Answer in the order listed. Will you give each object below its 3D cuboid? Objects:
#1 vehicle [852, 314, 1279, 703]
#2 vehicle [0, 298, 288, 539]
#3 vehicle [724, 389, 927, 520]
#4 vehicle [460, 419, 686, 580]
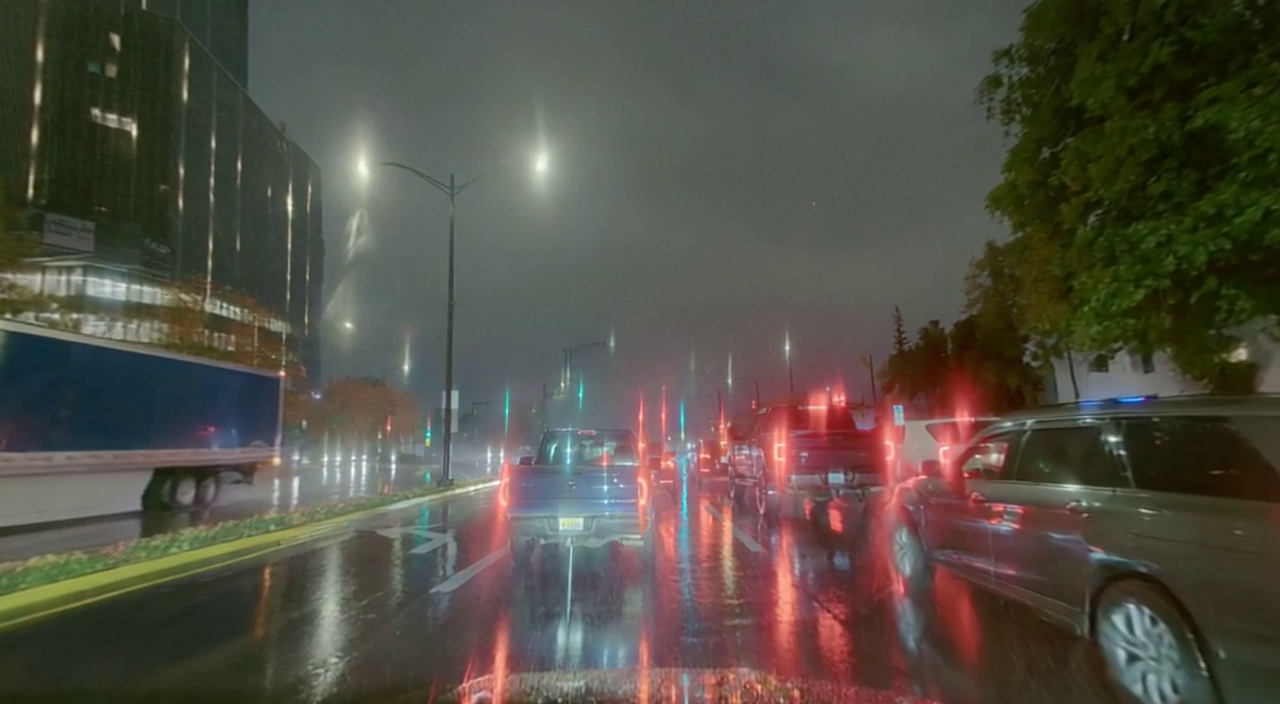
[{"bbox_3d":[3.180,1.020,3.967,2.024,1.723,4.714,0,-9,0],"label":"vehicle"},{"bbox_3d":[-13.290,1.259,11.702,3.246,4.347,17.394,0,-9,1],"label":"vehicle"},{"bbox_3d":[3.508,2.153,13.541,2.497,2.186,5.890,0,-9,-1],"label":"vehicle"},{"bbox_3d":[-0.628,1.739,8.236,2.172,1.536,4.250,0,-9,1],"label":"vehicle"}]
